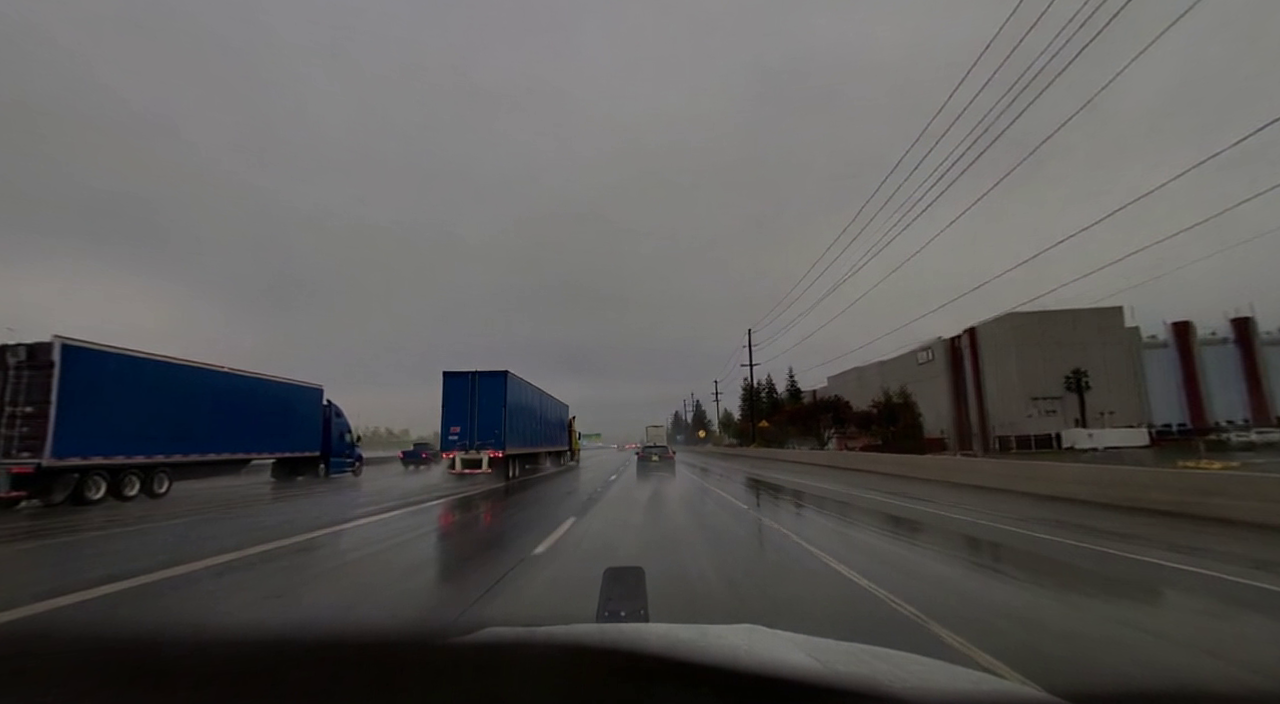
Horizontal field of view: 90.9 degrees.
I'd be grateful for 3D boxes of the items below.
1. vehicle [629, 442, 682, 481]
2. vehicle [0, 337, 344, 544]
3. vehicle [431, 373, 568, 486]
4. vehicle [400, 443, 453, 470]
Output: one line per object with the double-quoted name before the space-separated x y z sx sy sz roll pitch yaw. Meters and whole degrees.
"vehicle" 0.633 4.581 26.748 2.055 1.514 4.323 0 -8 1
"vehicle" -10.569 2.022 14.342 2.896 3.140 9.491 0 -8 1
"vehicle" -5.960 3.927 30.501 2.907 4.081 15.311 0 -8 1
"vehicle" -14.230 6.955 42.296 1.938 1.679 4.469 0 -8 1
